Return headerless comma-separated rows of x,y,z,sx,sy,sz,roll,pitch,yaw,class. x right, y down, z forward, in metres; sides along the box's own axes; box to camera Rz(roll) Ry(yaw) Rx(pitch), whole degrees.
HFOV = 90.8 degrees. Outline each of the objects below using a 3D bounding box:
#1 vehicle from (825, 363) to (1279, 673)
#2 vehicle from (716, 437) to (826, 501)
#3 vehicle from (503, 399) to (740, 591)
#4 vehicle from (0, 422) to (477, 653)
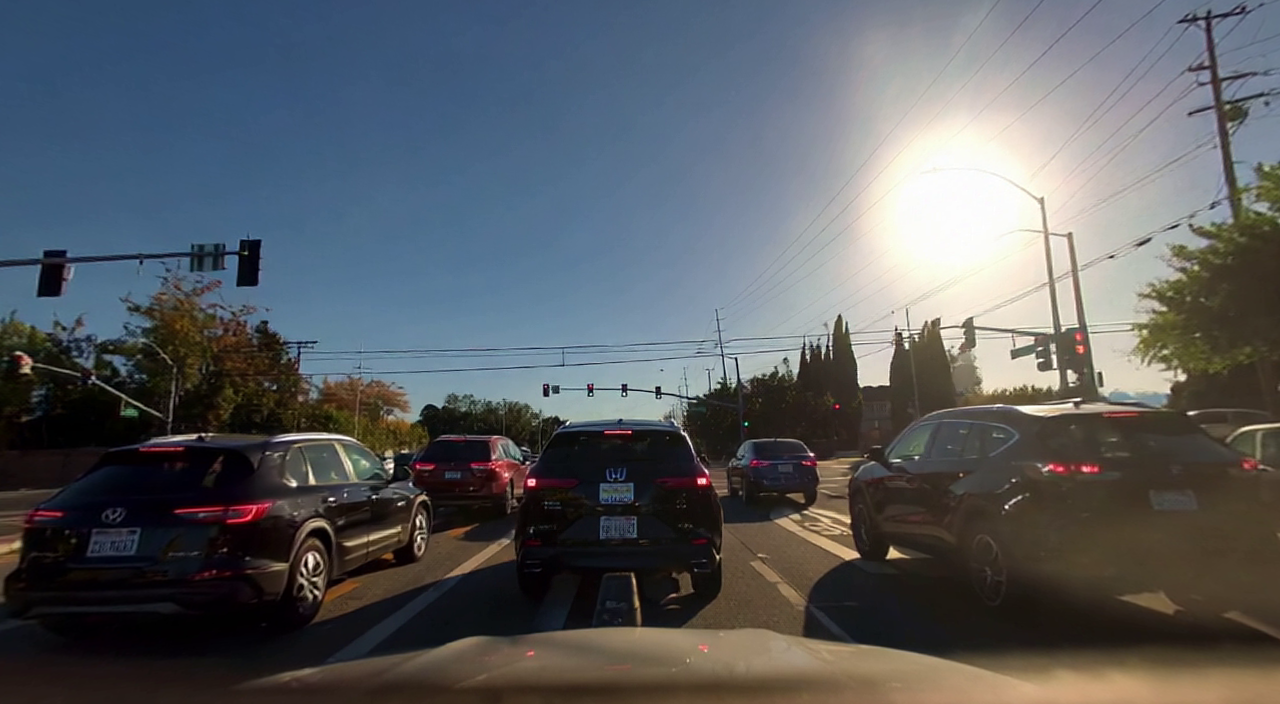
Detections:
3.518,1.301,6.040,1.999,1.789,4.583,0,-9,-1,vehicle
3.357,3.086,17.096,1.949,1.479,4.489,0,-9,-1,vehicle
-0.136,1.590,7.778,2.111,1.712,4.078,0,-9,1,vehicle
-3.191,1.533,6.358,1.881,1.466,4.484,0,-9,0,vehicle
